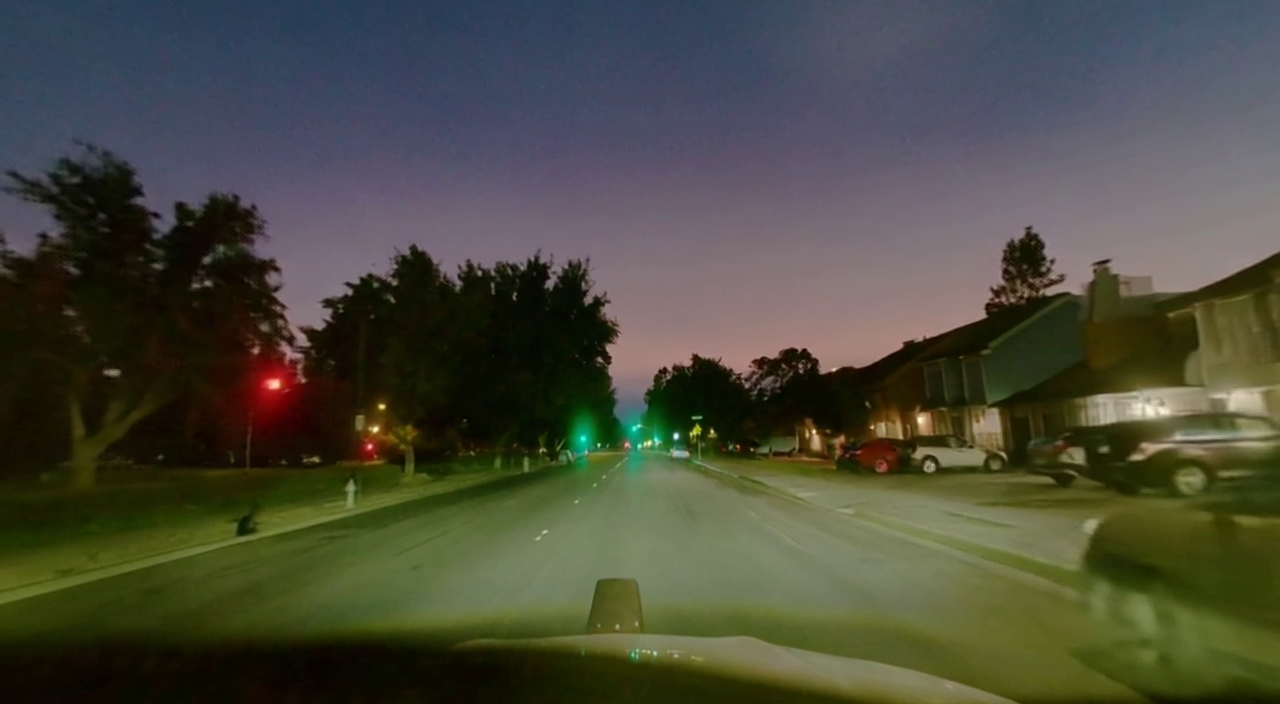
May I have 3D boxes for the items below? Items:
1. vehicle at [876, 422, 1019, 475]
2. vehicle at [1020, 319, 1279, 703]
[{"bbox_3d":[10.578,3.330,21.940,3.933,1.645,1.832,-1,-8,-2],"label":"vehicle"},{"bbox_3d":[3.469,0.753,1.950,1.949,1.807,4.224,3,-8,-1],"label":"vehicle"}]
